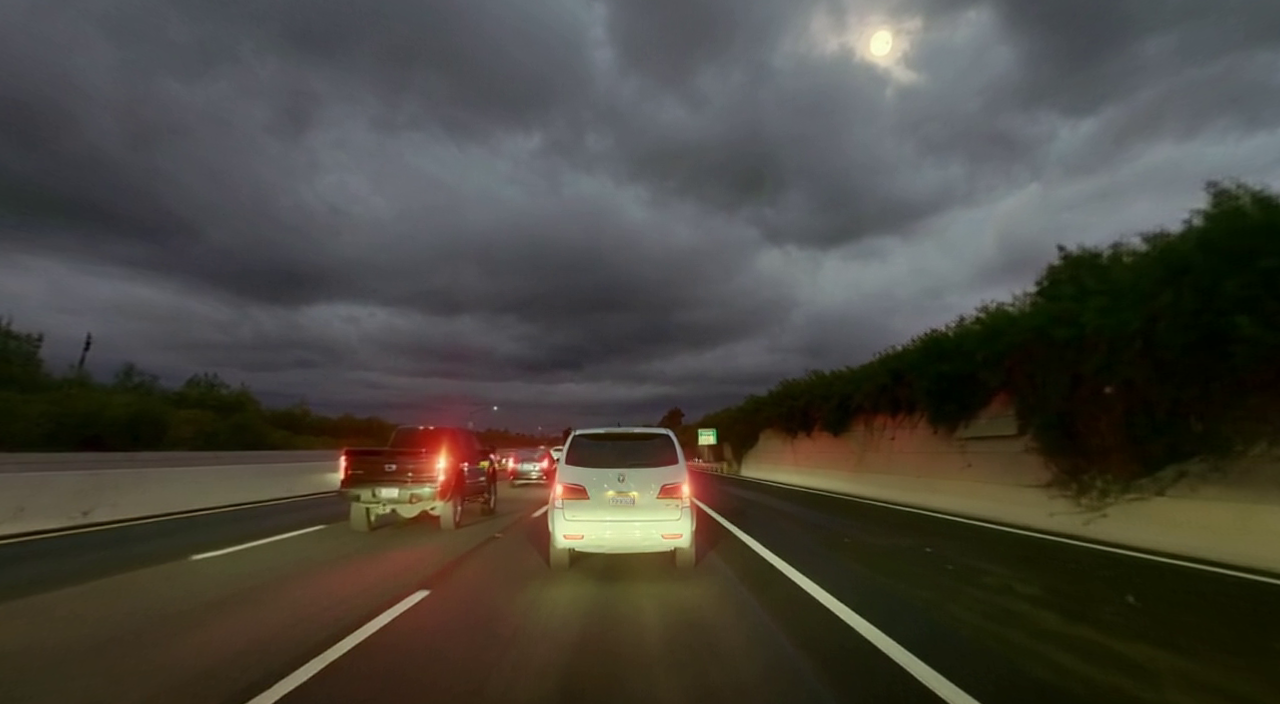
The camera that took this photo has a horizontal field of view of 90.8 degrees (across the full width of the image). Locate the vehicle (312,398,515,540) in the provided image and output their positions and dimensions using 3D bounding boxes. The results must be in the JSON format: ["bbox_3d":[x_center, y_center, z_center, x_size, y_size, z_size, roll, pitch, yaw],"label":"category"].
[{"bbox_3d":[-3.943,2.165,12.111,2.055,2.144,4.782,-1,-9,0],"label":"vehicle"}]

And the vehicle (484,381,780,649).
[{"bbox_3d":[-0.090,1.360,6.063,1.995,1.798,3.380,0,-9,-1],"label":"vehicle"}]
